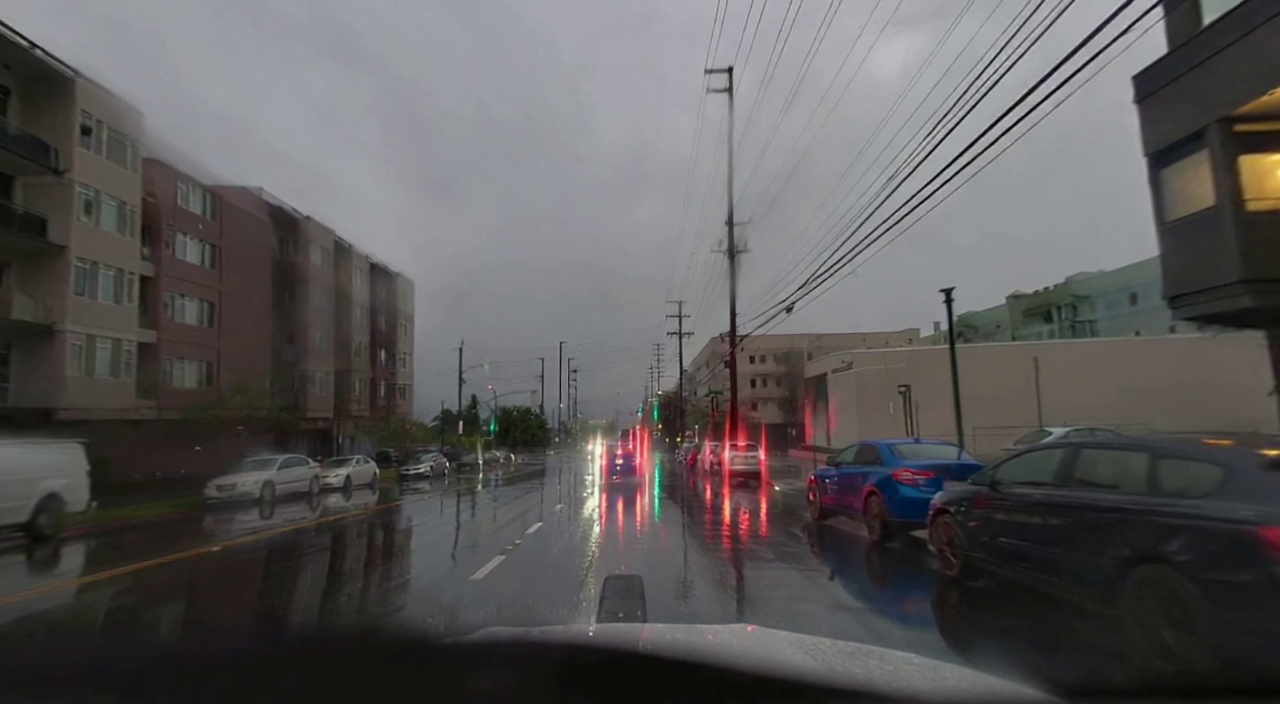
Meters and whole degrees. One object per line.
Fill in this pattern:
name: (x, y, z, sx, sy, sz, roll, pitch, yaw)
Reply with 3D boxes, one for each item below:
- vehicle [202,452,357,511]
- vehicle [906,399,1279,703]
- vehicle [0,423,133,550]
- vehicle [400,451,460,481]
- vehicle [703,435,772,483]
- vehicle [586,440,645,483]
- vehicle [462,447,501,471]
vehicle: (-11.968, 4.299, 21.564, 2.242, 1.534, 5.414, -4, -9, -1)
vehicle: (4.017, 1.315, 4.945, 1.941, 1.575, 4.315, 0, -9, 0)
vehicle: (-11.833, 2.312, 10.375, 2.312, 2.106, 5.718, -5, -9, 0)
vehicle: (-12.014, 6.505, 36.404, 1.868, 1.491, 4.367, -4, -9, 1)
vehicle: (3.738, 4.201, 25.068, 1.967, 1.721, 4.410, 0, -9, -1)
vehicle: (-0.849, 4.087, 23.844, 2.019, 1.453, 4.603, 0, -9, 0)
vehicle: (-12.071, 8.160, 48.326, 2.011, 1.687, 4.079, -2, -9, -2)
